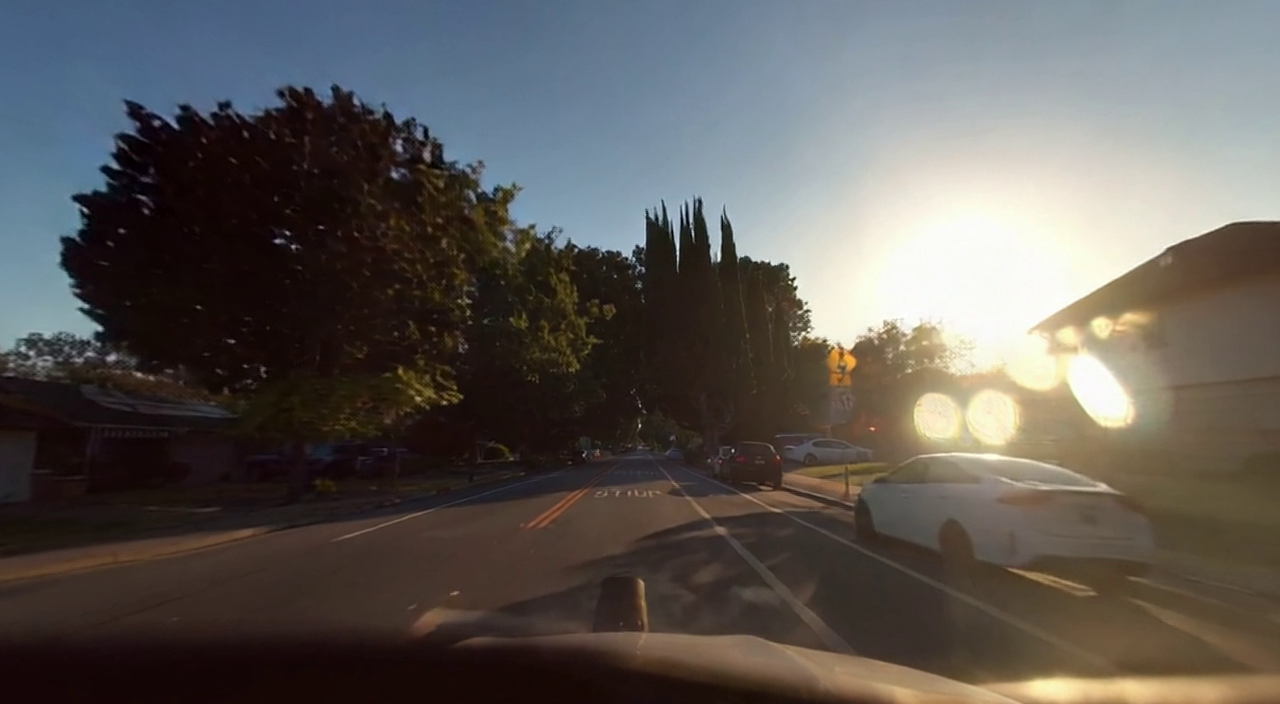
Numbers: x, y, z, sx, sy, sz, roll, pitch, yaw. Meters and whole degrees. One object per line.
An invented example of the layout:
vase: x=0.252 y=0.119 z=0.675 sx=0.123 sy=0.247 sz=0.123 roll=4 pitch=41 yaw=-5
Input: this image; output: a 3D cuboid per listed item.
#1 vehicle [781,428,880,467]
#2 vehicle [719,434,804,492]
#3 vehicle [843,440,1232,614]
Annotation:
vehicle: x=11.237 y=5.694 z=37.530 sx=5.001 sy=1.812 sz=2.177 roll=-5 pitch=-9 yaw=-2
vehicle: x=4.143 y=3.885 z=22.476 sx=2.032 sy=1.792 sz=4.849 roll=0 pitch=-9 yaw=0
vehicle: x=4.073 y=1.811 z=7.522 sx=1.940 sy=1.470 sz=4.101 roll=0 pitch=-9 yaw=0
